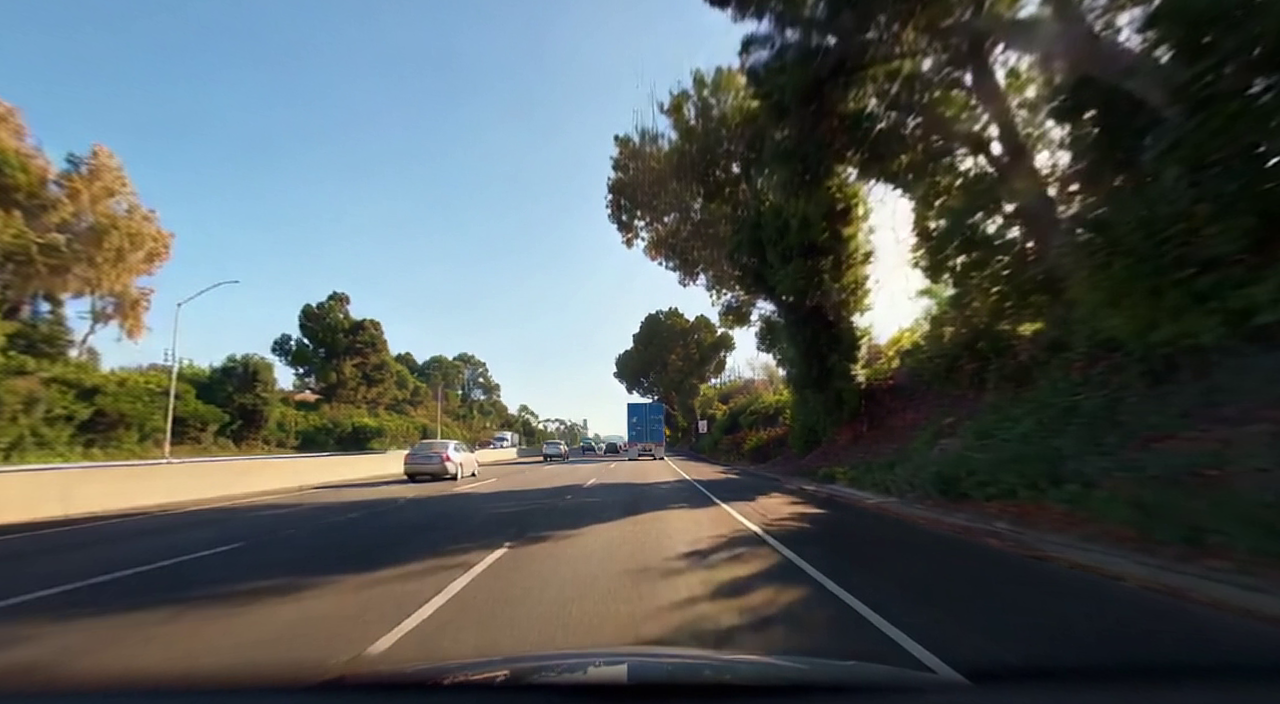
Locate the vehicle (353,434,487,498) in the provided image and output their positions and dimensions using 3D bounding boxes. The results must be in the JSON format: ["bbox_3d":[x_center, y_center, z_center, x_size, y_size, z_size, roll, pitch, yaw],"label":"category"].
[{"bbox_3d":[-5.871,3.083,17.530,2.017,1.517,4.766,0,-8,0],"label":"vehicle"}]

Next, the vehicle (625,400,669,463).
[{"bbox_3d":[0.483,6.313,49.120,2.918,4.124,14.567,0,-8,0],"label":"vehicle"}]

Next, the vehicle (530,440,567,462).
[{"bbox_3d":[-6.785,7.390,47.236,2.050,1.540,4.766,0,-8,1],"label":"vehicle"}]
